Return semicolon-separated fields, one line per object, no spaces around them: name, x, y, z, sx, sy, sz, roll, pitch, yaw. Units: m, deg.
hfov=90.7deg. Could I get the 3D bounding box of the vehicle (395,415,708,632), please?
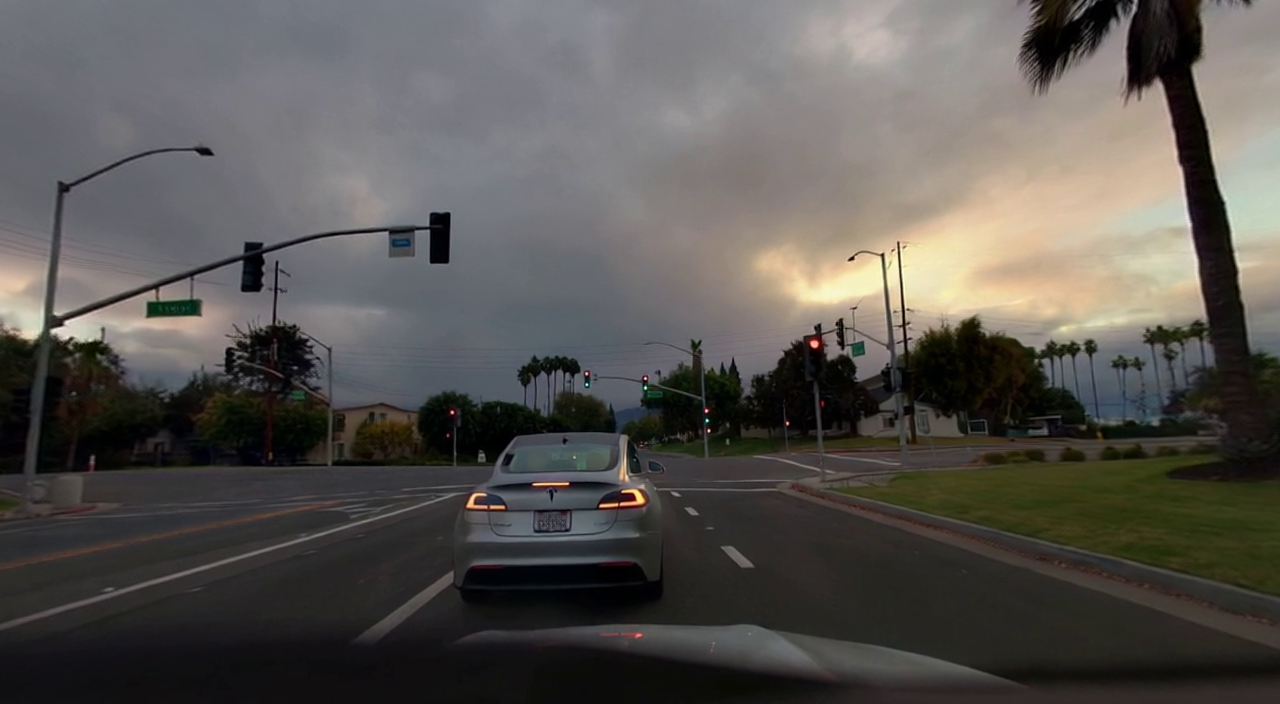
vehicle;-0.636;1.504;6.559;2.152;1.478;4.229;0;-9;-1
